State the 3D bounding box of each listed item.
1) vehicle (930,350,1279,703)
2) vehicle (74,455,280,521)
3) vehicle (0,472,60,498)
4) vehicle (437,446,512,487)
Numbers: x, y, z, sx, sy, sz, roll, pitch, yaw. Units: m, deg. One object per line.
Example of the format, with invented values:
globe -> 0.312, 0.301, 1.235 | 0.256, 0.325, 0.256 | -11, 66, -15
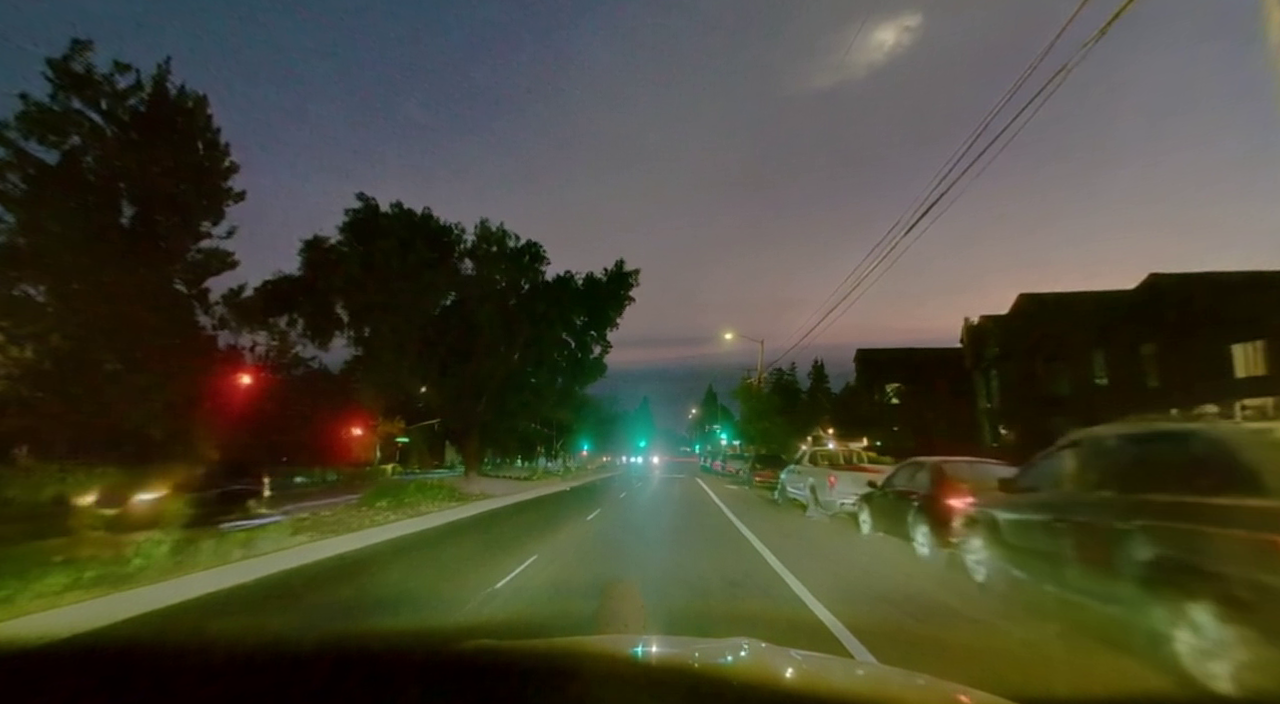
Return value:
vehicle -> 3.861, 1.023, 3.590 | 2.166, 1.798, 5.256 | -1, -8, 3
vehicle -> -12.450, 3.650, 17.478 | 1.999, 1.467, 4.618 | -1, -8, 4
vehicle -> -43.058, 9.172, 43.648 | 4.398, 1.639, 1.919 | -2, -8, 11
vehicle -> -7.606, 5.312, 29.610 | 2.331, 1.696, 4.861 | 0, -8, -2
